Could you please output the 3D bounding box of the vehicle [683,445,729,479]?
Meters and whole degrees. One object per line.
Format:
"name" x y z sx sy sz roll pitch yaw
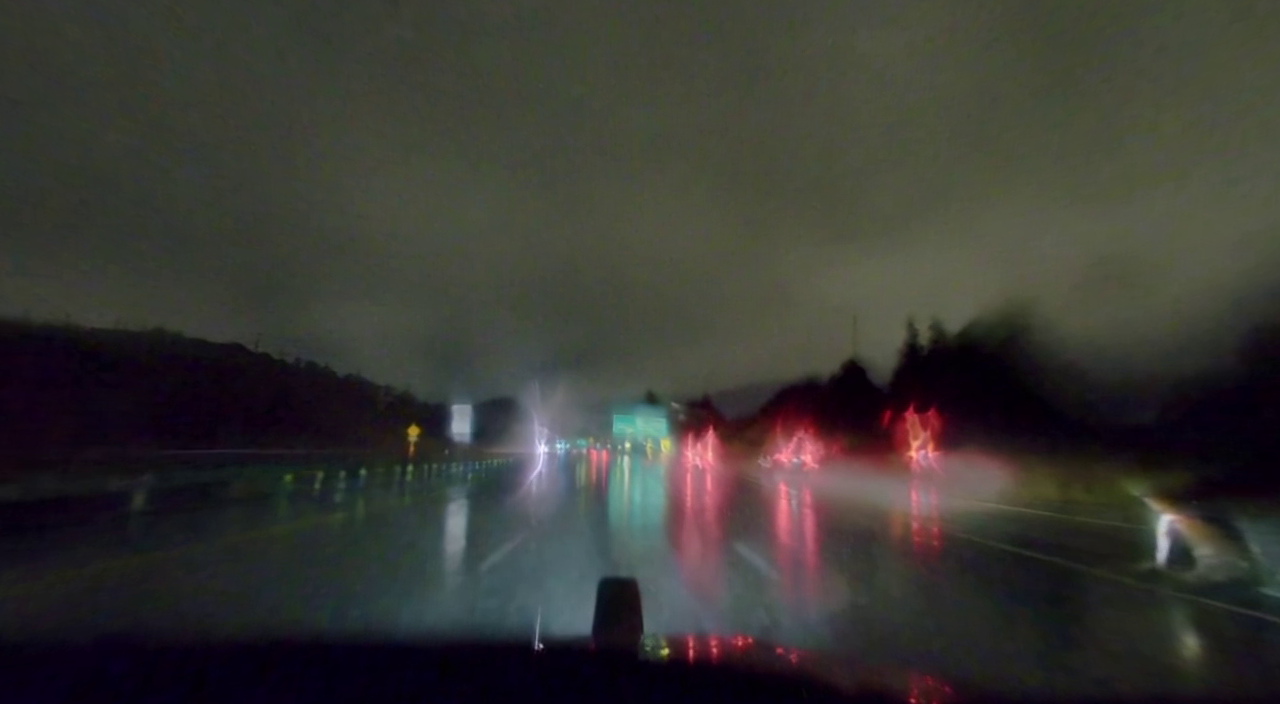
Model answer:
"vehicle" 3.261 5.565 31.918 1.895 1.555 4.030 0 -9 0
